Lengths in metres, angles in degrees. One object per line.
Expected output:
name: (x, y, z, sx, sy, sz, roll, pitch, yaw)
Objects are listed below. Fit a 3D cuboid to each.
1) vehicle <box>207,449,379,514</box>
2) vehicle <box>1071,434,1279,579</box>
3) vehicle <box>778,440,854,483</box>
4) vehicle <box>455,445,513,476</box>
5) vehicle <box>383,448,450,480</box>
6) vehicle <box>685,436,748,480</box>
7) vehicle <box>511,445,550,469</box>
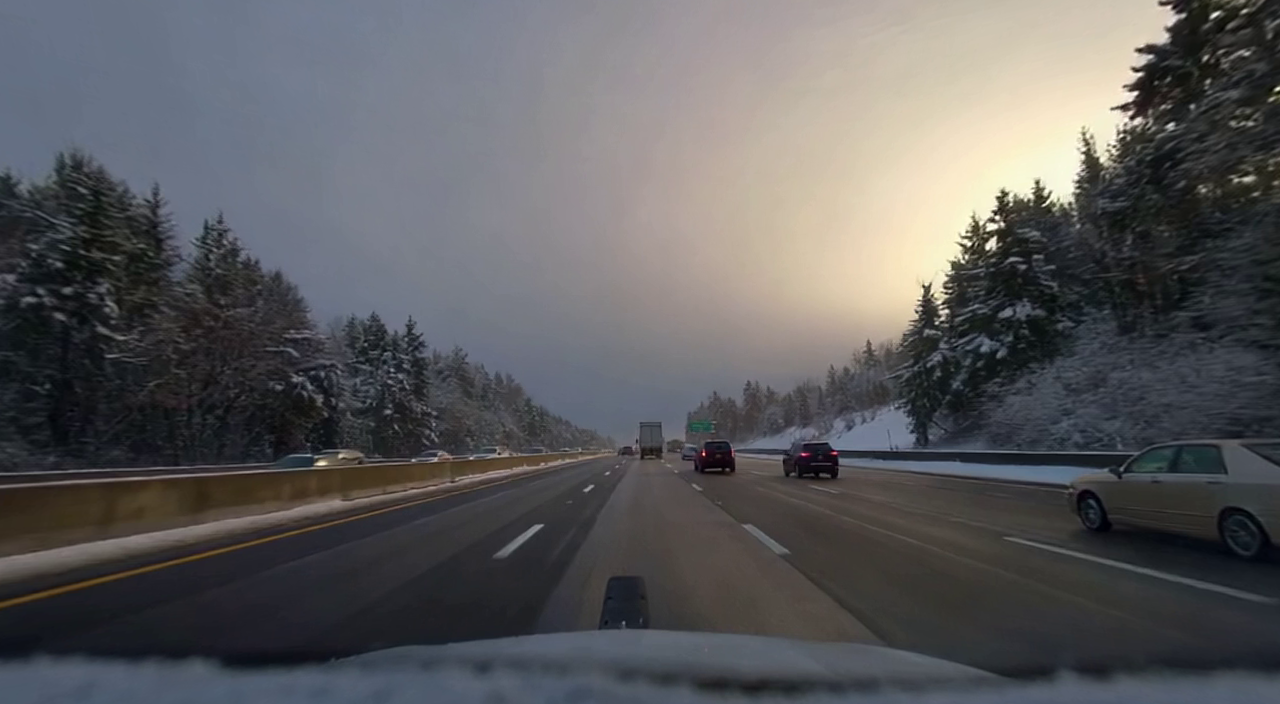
vehicle: (-8.826, 3.286, 16.573, 1.955, 1.448, 4.351, 0, -8, 1)
vehicle: (7.668, 1.706, 7.221, 2.022, 1.488, 4.817, 0, -8, -1)
vehicle: (7.512, 4.675, 27.339, 1.976, 1.703, 4.288, 0, -8, -1)
vehicle: (-8.440, 5.882, 34.495, 1.963, 1.571, 4.318, 0, -8, 2)
vehicle: (-12.176, 6.102, 34.663, 1.930, 1.549, 4.442, 0, -8, 2)
vehicle: (3.482, 4.937, 29.678, 2.209, 1.862, 4.717, 0, -8, -1)
vehicle: (-7.800, 7.512, 45.305, 1.997, 1.600, 4.277, 0, -8, 1)
